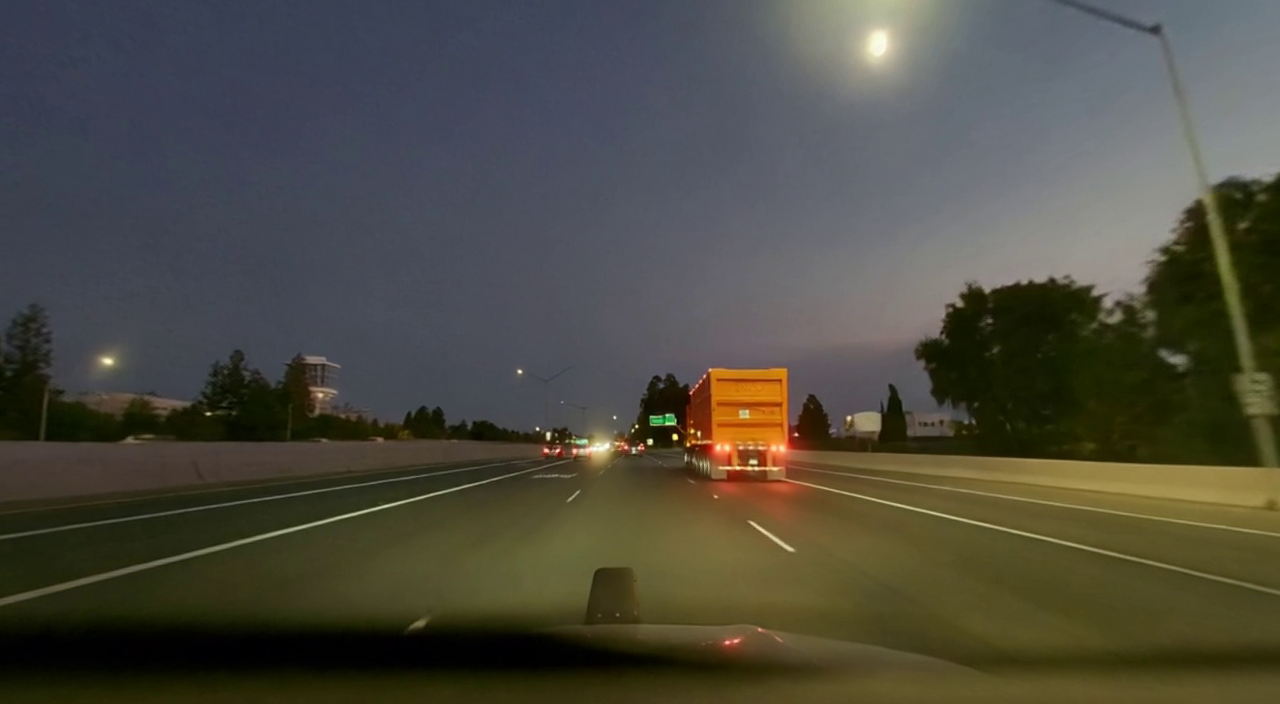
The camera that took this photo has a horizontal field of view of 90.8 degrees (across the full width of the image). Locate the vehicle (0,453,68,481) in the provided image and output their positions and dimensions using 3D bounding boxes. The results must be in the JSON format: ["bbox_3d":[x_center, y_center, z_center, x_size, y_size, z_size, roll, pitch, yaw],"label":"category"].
[{"bbox_3d":[-34.180,6.250,34.494,1.746,1.446,4.326,0,-9,0],"label":"vehicle"}]

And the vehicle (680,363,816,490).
[{"bbox_3d":[3.372,2.898,23.208,2.966,3.586,10.563,0,-9,-1],"label":"vehicle"}]
